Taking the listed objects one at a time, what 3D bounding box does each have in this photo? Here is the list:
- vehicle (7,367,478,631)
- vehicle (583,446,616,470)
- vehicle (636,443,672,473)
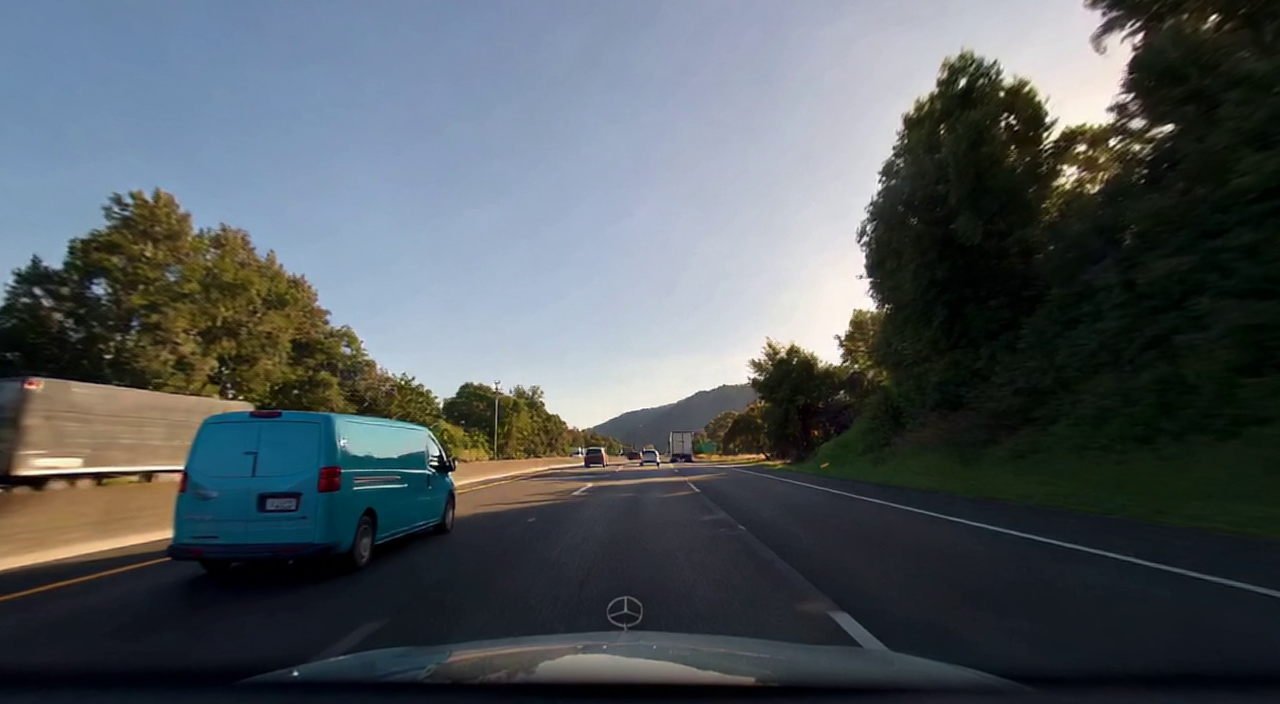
[{"bbox_3d":[-3.676,1.502,7.392,2.167,1.991,5.062,0,-9,0],"label":"vehicle"},{"bbox_3d":[-2.979,7.984,47.637,2.112,1.707,4.530,-1,-9,1],"label":"vehicle"},{"bbox_3d":[0.897,6.794,40.605,2.209,1.825,4.036,-1,-9,1],"label":"vehicle"}]
